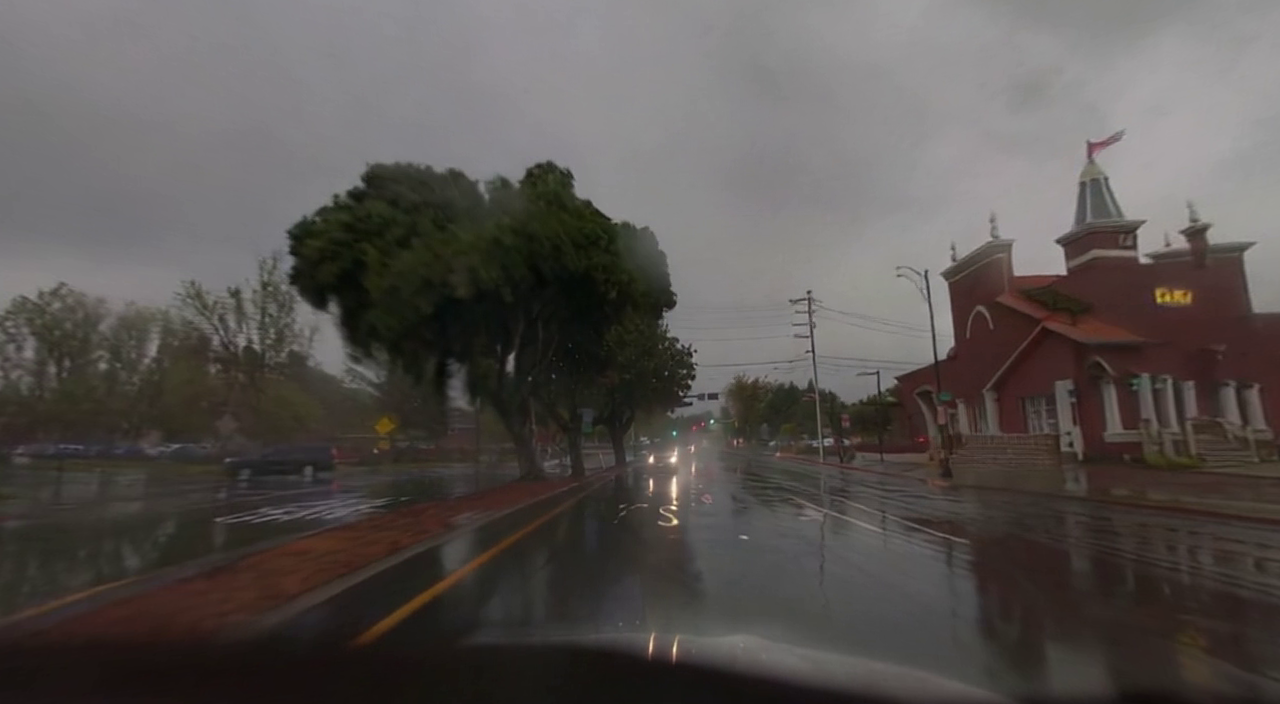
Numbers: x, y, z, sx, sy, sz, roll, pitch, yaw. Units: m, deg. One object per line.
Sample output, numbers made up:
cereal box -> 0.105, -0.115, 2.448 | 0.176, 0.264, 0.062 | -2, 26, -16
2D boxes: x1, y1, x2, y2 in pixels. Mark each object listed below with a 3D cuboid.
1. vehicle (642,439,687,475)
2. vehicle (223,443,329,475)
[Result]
vehicle -> 1.247, 5.036, 30.490 | 2.032, 1.621, 4.082 | -1, -8, 4
vehicle -> -18.331, 5.374, 31.935 | 4.430, 1.493, 2.210 | 5, -10, -31
